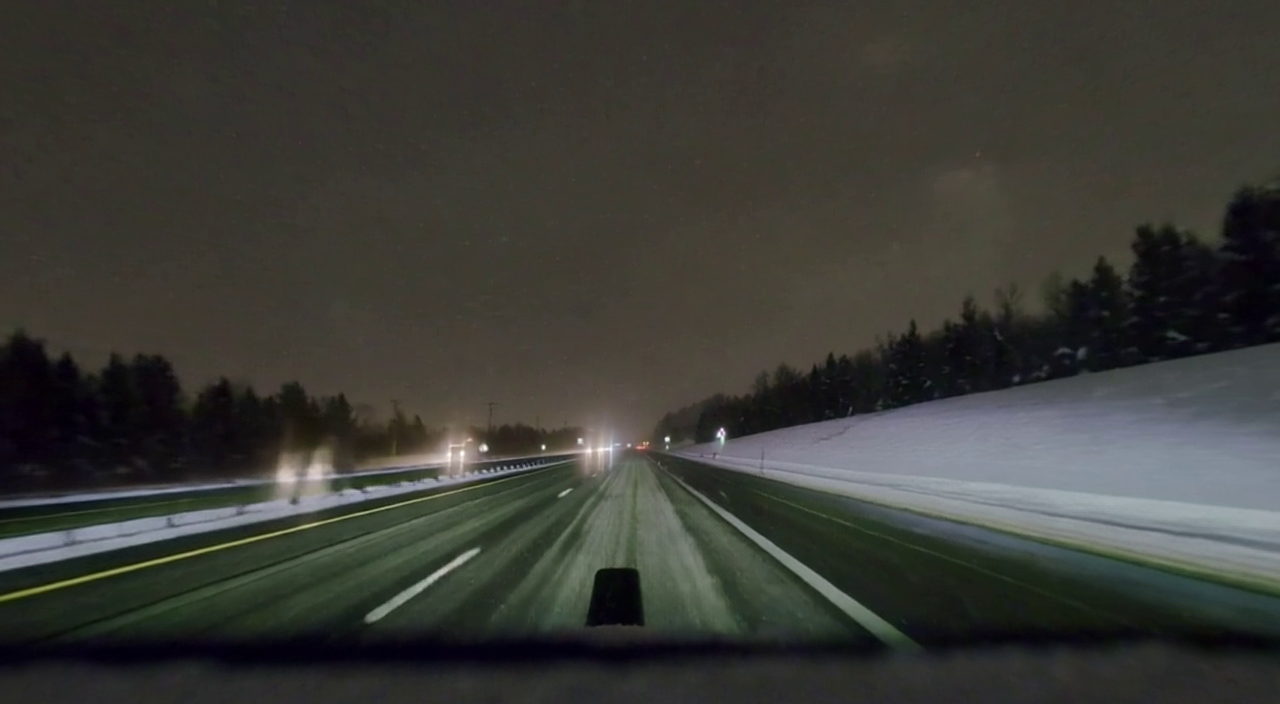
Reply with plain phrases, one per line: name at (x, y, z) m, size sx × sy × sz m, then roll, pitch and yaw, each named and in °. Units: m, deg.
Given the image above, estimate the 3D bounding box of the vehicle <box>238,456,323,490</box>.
vehicle at (-17.380, 5.844, 30.520) m, size 1.779 × 1.498 × 3.922 m, roll 0°, pitch -9°, yaw 0°
